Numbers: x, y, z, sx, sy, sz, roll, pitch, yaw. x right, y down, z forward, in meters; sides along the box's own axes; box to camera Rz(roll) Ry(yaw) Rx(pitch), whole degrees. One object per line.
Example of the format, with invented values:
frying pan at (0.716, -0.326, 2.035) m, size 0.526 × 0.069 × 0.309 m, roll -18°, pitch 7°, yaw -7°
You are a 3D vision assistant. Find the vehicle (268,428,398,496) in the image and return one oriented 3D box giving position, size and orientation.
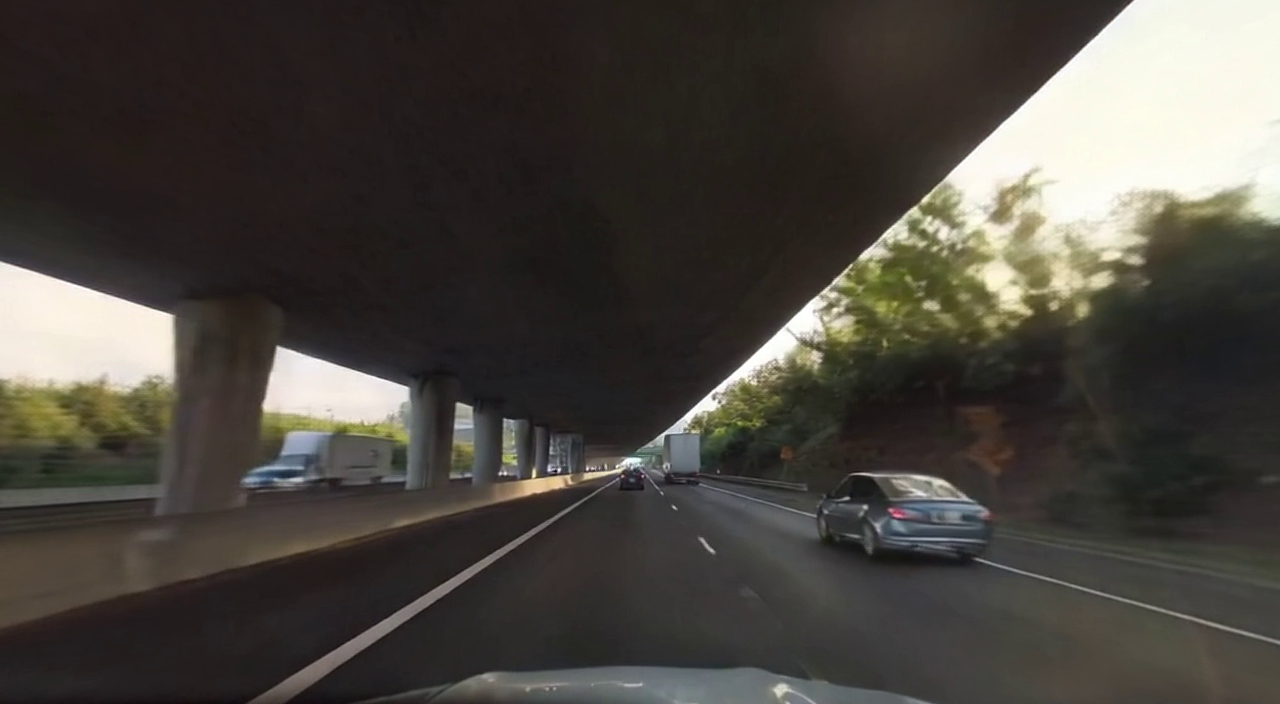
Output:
vehicle at (-20.053, 7.445, 42.416) m, size 2.946 × 3.818 × 11.566 m, roll -1°, pitch -10°, yaw 0°

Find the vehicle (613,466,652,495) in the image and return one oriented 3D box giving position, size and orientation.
vehicle at (-0.419, 6.961, 34.369) m, size 2.010 × 1.436 × 3.973 m, roll 1°, pitch -10°, yaw -1°

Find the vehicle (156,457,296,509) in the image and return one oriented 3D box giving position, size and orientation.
vehicle at (-16.357, 5.209, 25.344) m, size 2.027 × 1.800 × 5.243 m, roll 1°, pitch -10°, yaw 0°

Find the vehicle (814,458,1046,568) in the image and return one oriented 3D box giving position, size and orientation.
vehicle at (4.642, 2.643, 10.980) m, size 1.897 × 1.476 × 4.334 m, roll 1°, pitch -10°, yaw -1°
